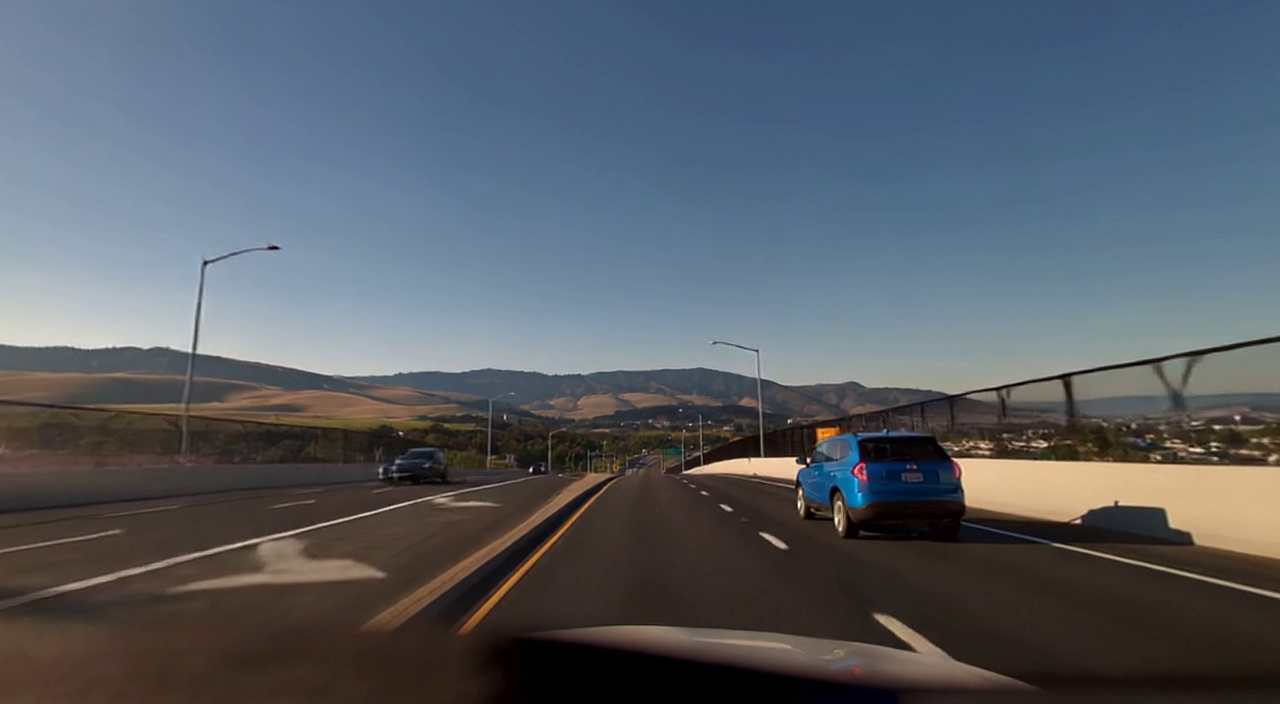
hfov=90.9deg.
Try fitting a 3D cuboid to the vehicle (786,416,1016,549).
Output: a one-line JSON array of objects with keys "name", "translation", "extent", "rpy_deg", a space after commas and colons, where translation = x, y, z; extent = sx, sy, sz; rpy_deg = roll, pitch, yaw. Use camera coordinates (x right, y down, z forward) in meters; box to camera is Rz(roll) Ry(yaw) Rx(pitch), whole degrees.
[{"name": "vehicle", "translation": [3.949, 2.048, 10.554], "extent": [1.989, 1.730, 4.324], "rpy_deg": [0, -9, 0]}]

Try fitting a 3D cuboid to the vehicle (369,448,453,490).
[{"name": "vehicle", "translation": [-10.611, 5.433, 29.689], "extent": [2.144, 1.762, 4.604], "rpy_deg": [0, -9, 1]}]
